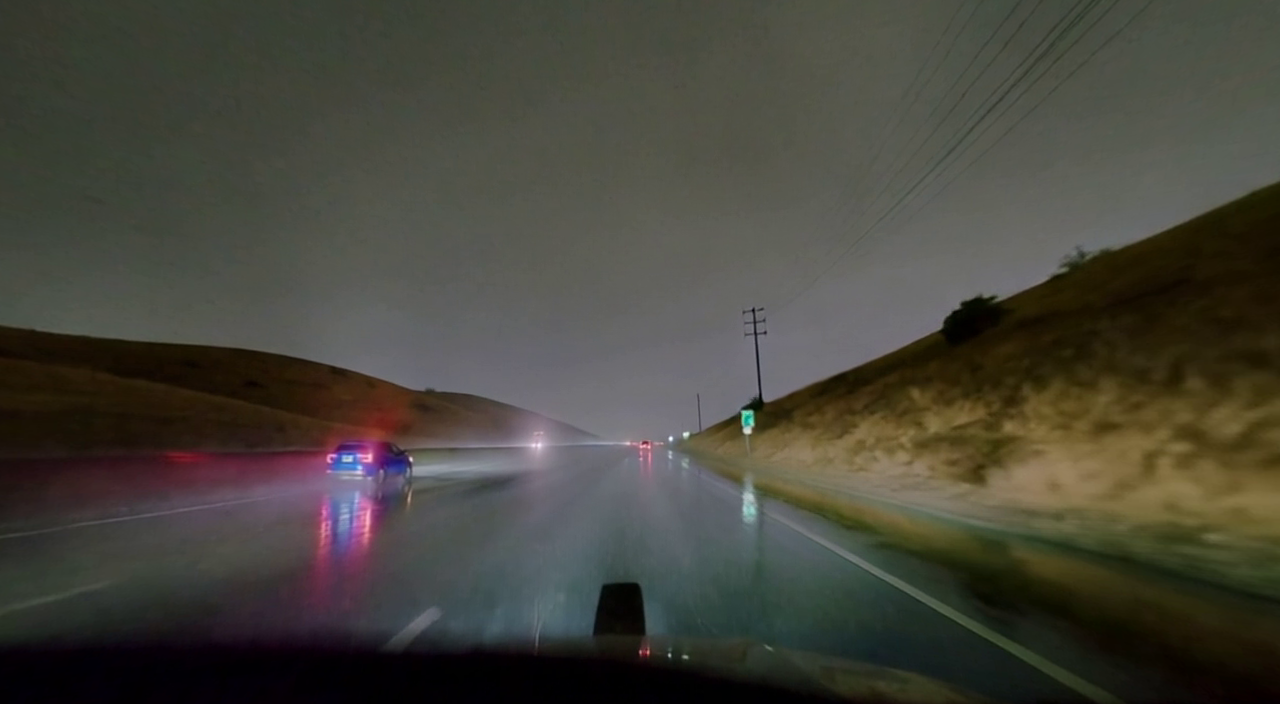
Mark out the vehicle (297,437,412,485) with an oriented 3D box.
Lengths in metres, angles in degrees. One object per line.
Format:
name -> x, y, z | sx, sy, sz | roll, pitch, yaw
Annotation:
vehicle -> -10.372, 3.996, 23.374 | 1.971, 1.558, 4.847 | 1, -9, 0
